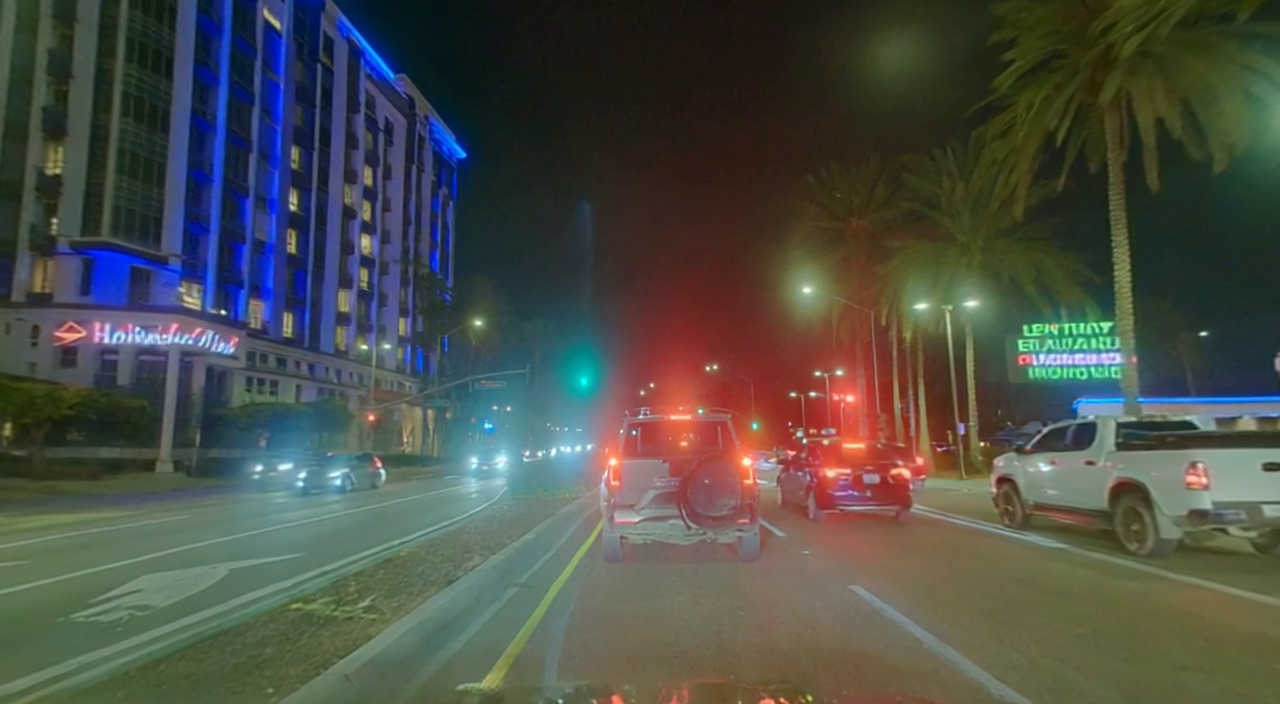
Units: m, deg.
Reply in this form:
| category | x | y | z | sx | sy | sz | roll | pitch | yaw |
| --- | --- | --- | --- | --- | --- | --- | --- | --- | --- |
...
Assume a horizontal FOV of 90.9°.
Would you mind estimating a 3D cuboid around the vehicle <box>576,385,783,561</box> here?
| category | x | y | z | sx | sy | sz | roll | pitch | yaw |
| --- | --- | --- | --- | --- | --- | --- | --- | --- | --- |
| vehicle | 0.528 | 1.861 | 10.417 | 2.487 | 2.115 | 5.444 | 0 | -8 | 1 |

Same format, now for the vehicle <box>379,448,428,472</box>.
| category | x | y | z | sx | sy | sz | roll | pitch | yaw |
| --- | --- | --- | --- | --- | --- | --- | --- | --- | --- |
| vehicle | -18.088 | 8.262 | 48.466 | 1.972 | 1.694 | 4.466 | 0 | -8 | 2 |

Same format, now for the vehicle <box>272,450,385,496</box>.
| category | x | y | z | sx | sy | sz | roll | pitch | yaw |
| --- | --- | --- | --- | --- | --- | --- | --- | --- | --- |
| vehicle | -11.460 | 4.441 | 23.556 | 2.031 | 1.534 | 4.079 | 0 | -8 | 2 |

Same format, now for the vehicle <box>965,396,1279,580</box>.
| category | x | y | z | sx | sy | sz | roll | pitch | yaw |
| --- | --- | --- | --- | --- | --- | --- | --- | --- | --- |
| vehicle | 7.487 | 1.864 | 9.565 | 2.215 | 1.973 | 5.323 | 0 | -8 | 0 |

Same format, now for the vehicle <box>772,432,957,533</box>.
| category | x | y | z | sx | sy | sz | roll | pitch | yaw |
| --- | --- | --- | --- | --- | --- | --- | --- | --- | --- |
| vehicle | 4.048 | 2.410 | 12.242 | 2.072 | 1.595 | 4.124 | 0 | -8 | 0 |

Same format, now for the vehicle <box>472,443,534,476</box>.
| category | x | y | z | sx | sy | sz | roll | pitch | yaw |
| --- | --- | --- | --- | --- | --- | --- | --- | --- | --- |
| vehicle | -7.680 | 6.047 | 35.889 | 2.268 | 1.733 | 4.821 | -1 | -8 | 3 |
